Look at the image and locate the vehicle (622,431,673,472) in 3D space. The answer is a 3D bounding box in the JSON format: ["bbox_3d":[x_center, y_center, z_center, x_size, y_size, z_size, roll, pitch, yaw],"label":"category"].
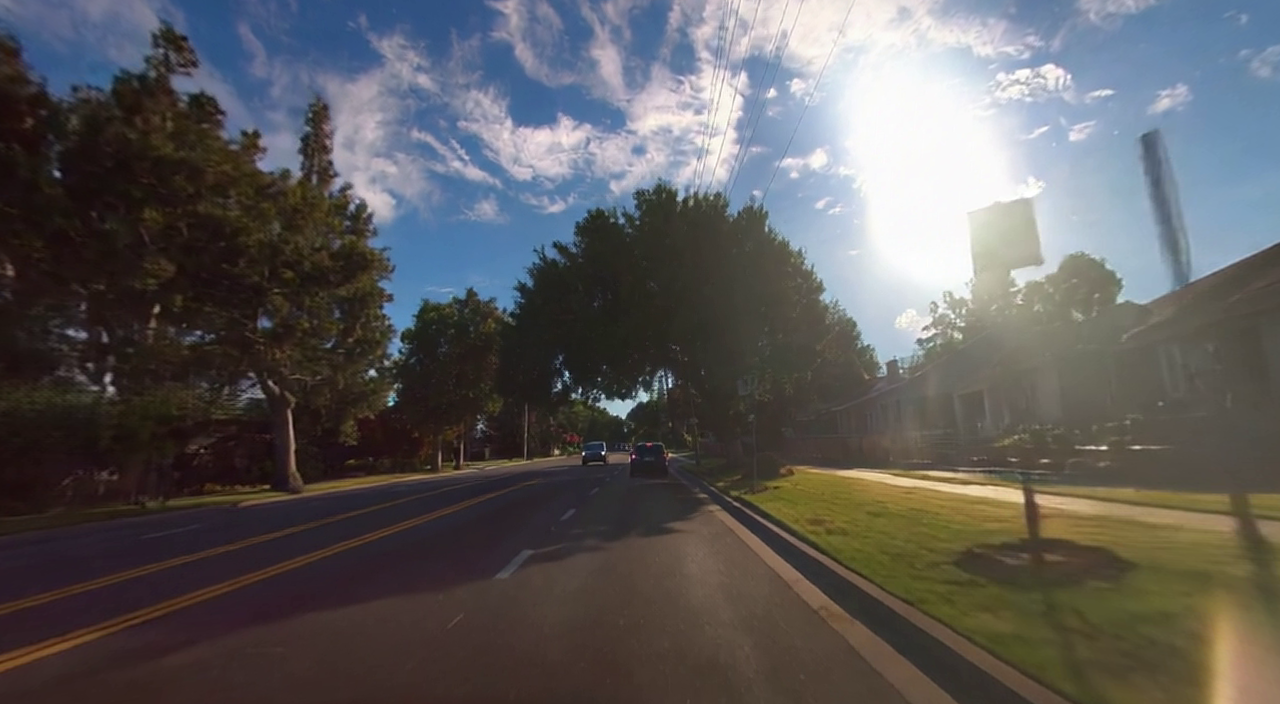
[{"bbox_3d":[0.304,4.505,28.586,2.120,1.718,3.909,0,-9,0],"label":"vehicle"}]

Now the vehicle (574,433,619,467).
[{"bbox_3d":[-2.385,5.530,35.625,2.157,1.765,4.303,-1,-9,2],"label":"vehicle"}]
